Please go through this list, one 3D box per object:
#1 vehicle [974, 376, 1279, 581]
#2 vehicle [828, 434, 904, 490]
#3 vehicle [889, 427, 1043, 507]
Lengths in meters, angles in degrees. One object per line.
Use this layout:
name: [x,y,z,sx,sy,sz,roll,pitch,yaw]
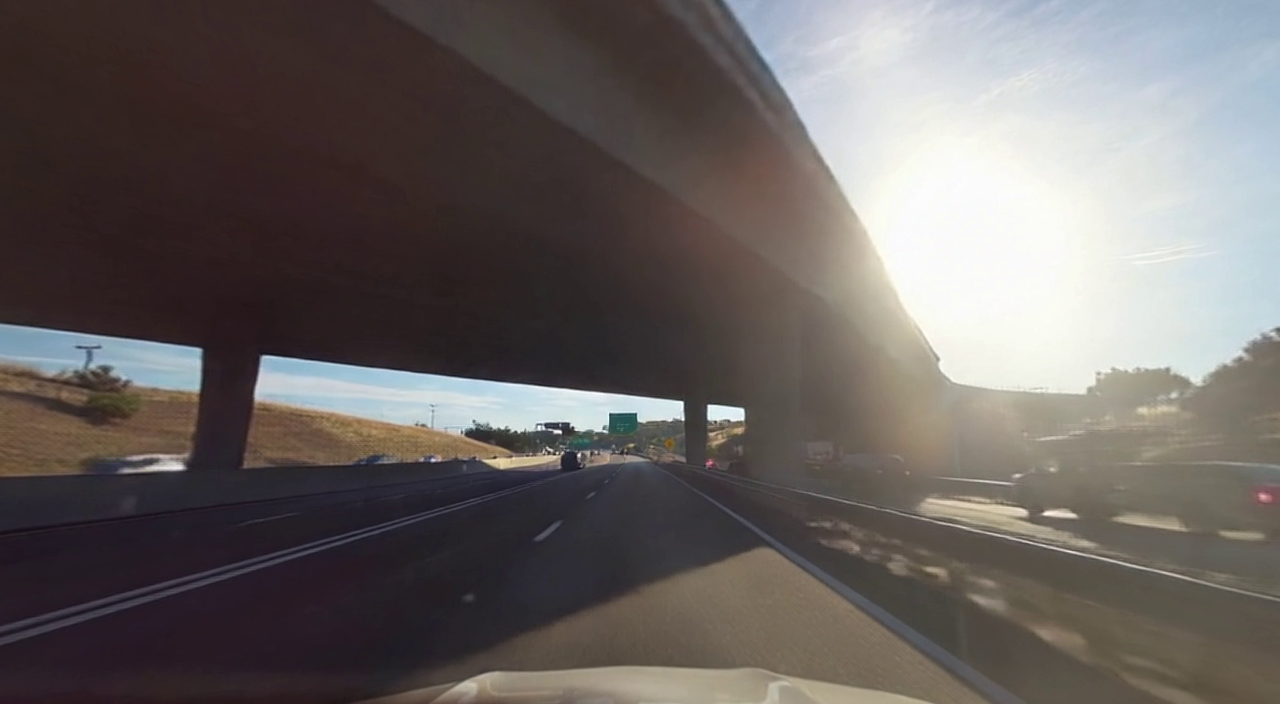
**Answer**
vehicle: [12.807,3.008,15.905,2.941,3.578,10.624,1,-9,0]
vehicle: [15.838,7.740,44.990,2.391,3.553,8.914,0,-9,2]
vehicle: [15.919,5.706,31.863,2.752,3.433,9.030,0,-9,-1]
